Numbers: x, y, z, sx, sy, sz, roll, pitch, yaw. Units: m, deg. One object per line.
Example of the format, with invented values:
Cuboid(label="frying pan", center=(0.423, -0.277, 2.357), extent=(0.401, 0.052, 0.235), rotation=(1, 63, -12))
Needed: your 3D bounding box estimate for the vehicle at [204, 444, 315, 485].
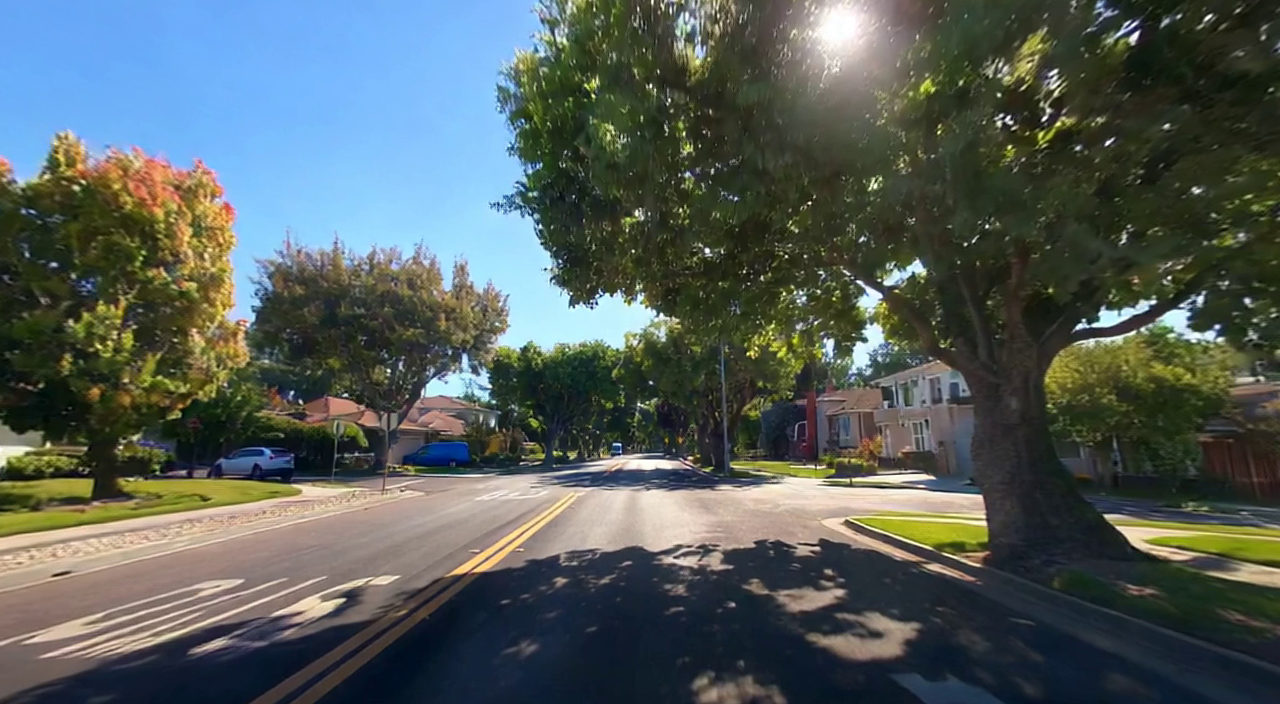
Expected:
Cuboid(label="vehicle", center=(-17.671, 5.163, 29.324), extent=(4.876, 1.763, 2.016), rotation=(-5, -10, 27))

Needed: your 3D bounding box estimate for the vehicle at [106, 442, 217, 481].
Cuboid(label="vehicle", center=(-25.230, 5.711, 33.250), extent=(5.987, 1.881, 2.249), rotation=(-5, -10, 29))
